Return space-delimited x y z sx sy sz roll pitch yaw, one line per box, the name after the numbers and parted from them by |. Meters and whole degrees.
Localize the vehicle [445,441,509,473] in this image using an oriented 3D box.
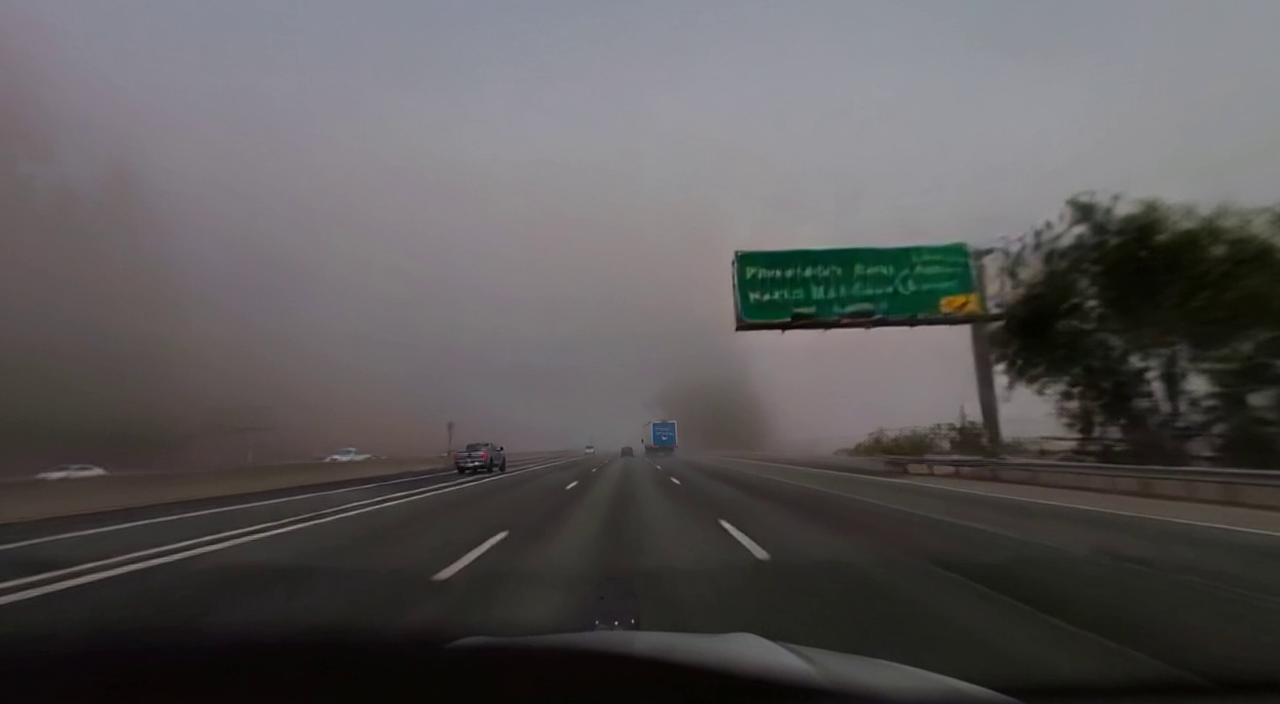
-8.104 5.267 31.886 2.033 1.494 4.508 0 -8 0 | vehicle
